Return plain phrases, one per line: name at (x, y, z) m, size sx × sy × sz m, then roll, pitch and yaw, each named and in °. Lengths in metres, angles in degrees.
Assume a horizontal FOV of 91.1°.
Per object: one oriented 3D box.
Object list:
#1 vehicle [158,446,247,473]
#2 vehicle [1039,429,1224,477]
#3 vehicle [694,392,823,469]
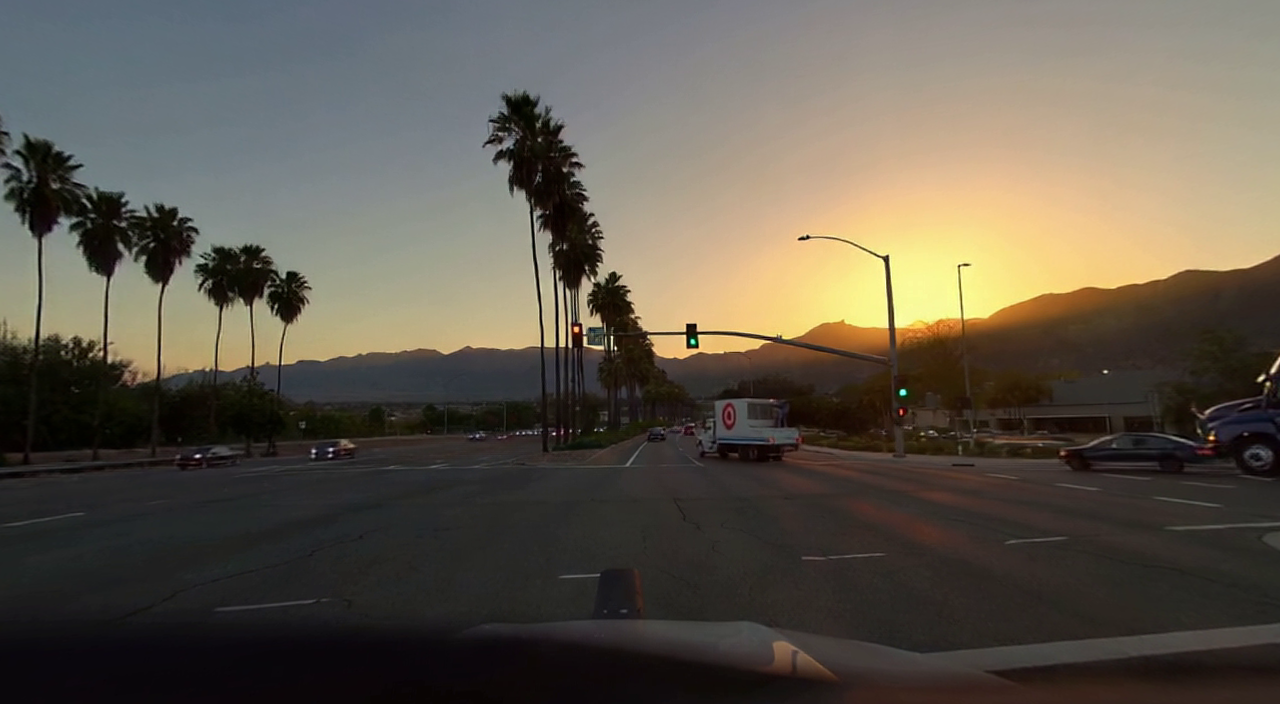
vehicle at (-26.225, 6.437, 37.875) m, size 1.868 × 1.469 × 4.746 m, roll 0°, pitch -9°, yaw 1°
vehicle at (16.592, 3.443, 21.503) m, size 4.508 × 1.493 × 1.907 m, roll -3°, pitch -9°, yaw 19°
vehicle at (5.741, 4.100, 32.095) m, size 3.237 × 3.414 × 7.088 m, roll 3°, pitch -9°, yaw -20°
